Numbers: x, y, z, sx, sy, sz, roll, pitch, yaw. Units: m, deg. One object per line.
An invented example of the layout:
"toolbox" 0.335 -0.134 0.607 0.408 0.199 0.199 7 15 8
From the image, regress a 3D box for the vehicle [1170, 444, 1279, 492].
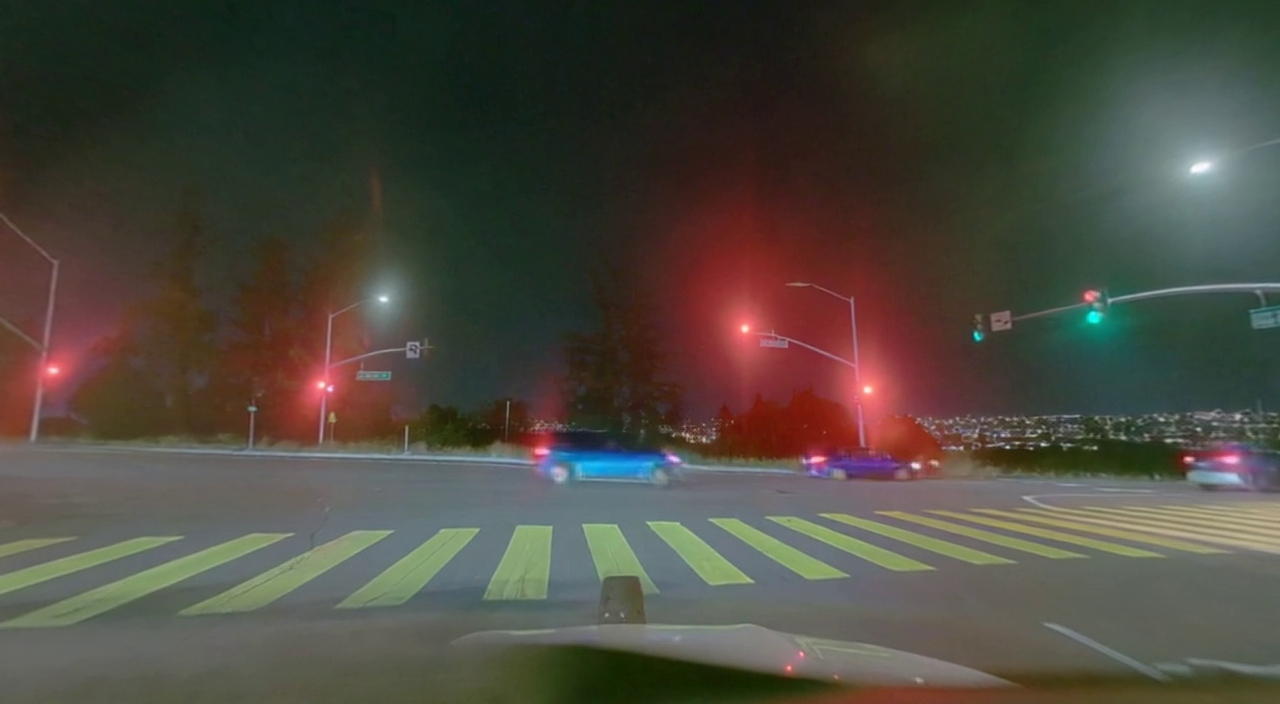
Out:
"vehicle" 23.129 4.389 24.198 5.014 1.675 1.906 3 -9 -20

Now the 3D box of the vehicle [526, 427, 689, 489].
"vehicle" -1.022 3.204 19.341 4.626 1.710 1.891 3 -9 -17

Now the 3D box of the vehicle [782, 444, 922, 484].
"vehicle" 8.633 4.518 25.786 5.203 1.488 1.907 2 -9 -17
